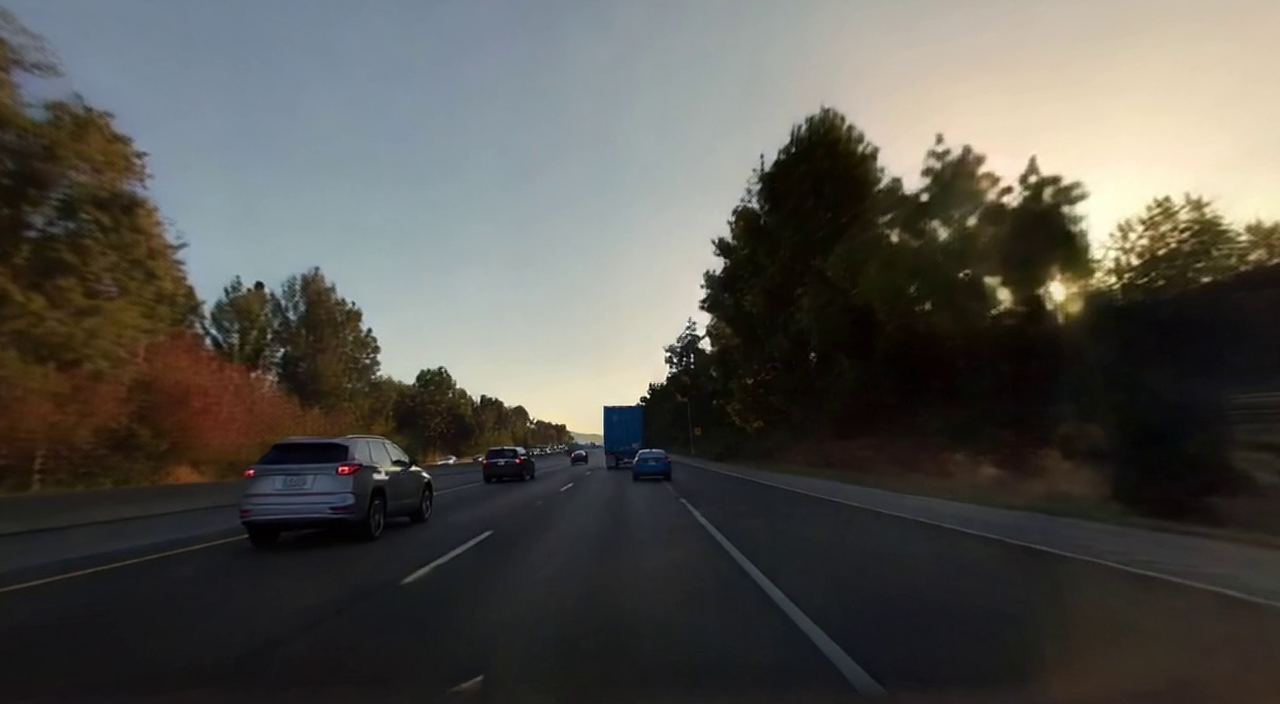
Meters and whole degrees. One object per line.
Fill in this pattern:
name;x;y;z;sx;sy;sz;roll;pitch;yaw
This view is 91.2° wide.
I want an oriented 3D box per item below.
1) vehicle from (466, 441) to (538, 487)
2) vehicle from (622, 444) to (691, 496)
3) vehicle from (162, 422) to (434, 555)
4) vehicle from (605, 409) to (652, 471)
vehicle;-5.415;4.441;25.121;2.035;1.664;4.064;0;-9;-1
vehicle;0.445;3.809;20.561;2.026;1.489;4.045;0;-9;-1
vehicle;-5.065;2.072;10.139;2.100;1.671;4.105;0;-9;-1
vehicle;-0.974;6.628;46.686;3.113;4.066;10.786;0;-9;-2
